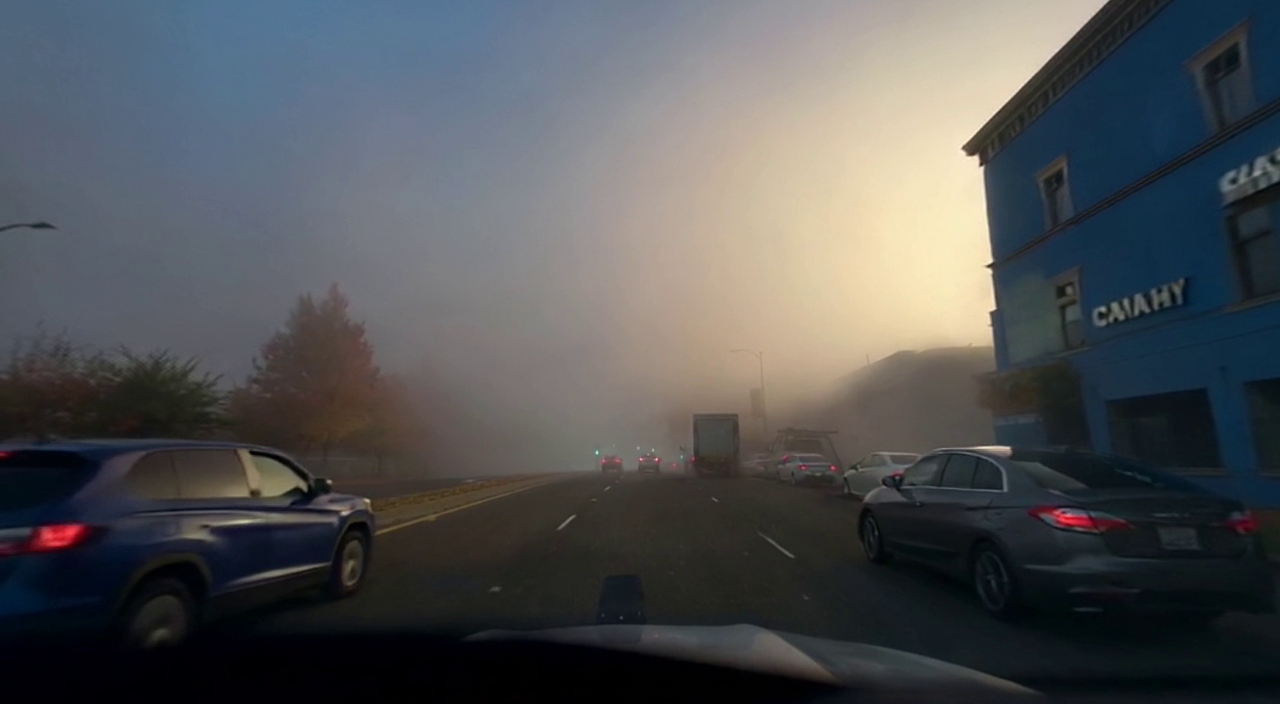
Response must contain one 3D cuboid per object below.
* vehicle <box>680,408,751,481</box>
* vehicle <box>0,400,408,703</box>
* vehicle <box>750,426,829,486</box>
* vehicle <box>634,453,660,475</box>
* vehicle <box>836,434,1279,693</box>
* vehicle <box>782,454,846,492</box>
[{"bbox_3d":[4.165,5.521,37.405,3.003,3.680,10.684,0,-9,1],"label":"vehicle"},{"bbox_3d":[-3.496,1.295,4.669,1.751,1.540,4.481,0,-9,1],"label":"vehicle"},{"bbox_3d":[7.325,5.182,31.502,2.483,2.707,5.496,0,-9,-1],"label":"vehicle"},{"bbox_3d":[0.546,8.376,47.337,1.846,1.528,4.348,0,-9,1],"label":"vehicle"},{"bbox_3d":[3.699,1.588,6.139,1.915,1.449,4.970,0,-9,-1],"label":"vehicle"},{"bbox_3d":[7.294,5.080,26.636,1.902,1.430,3.041,-1,-9,2],"label":"vehicle"}]
